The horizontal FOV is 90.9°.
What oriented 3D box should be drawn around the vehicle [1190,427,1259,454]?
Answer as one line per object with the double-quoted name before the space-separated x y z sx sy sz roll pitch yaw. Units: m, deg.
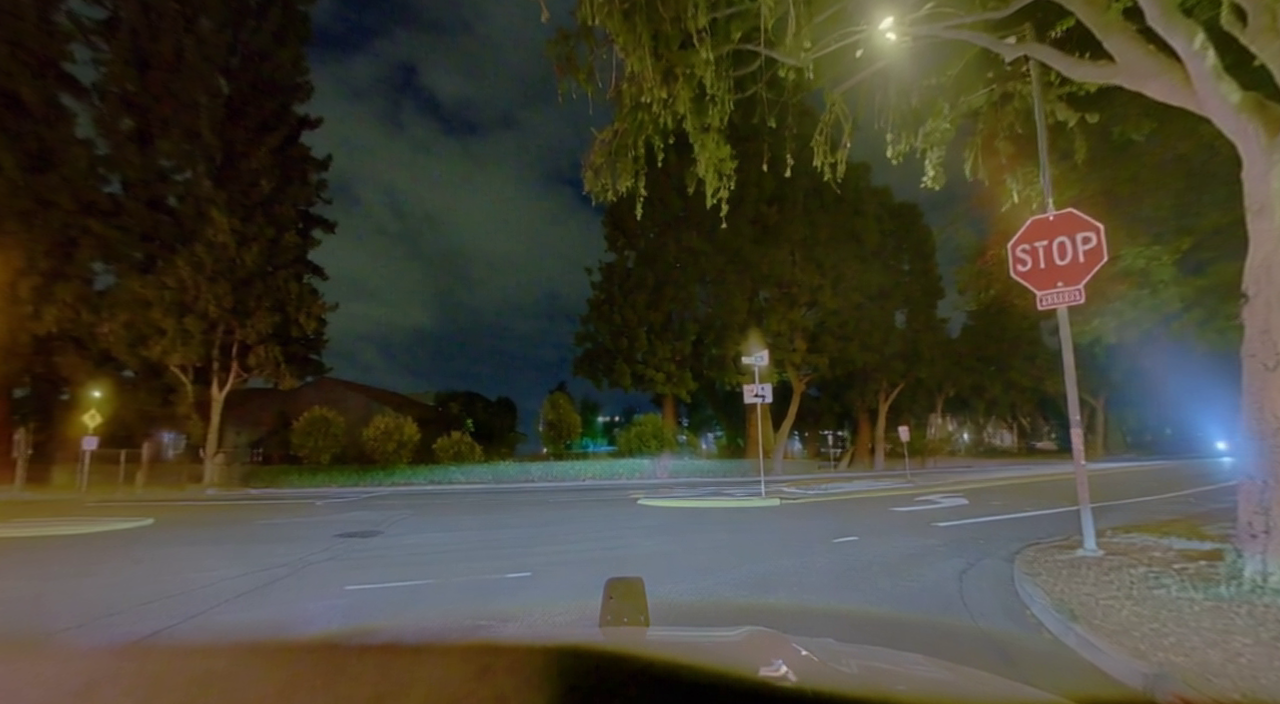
"vehicle" 34.714 5.280 37.387 4.473 1.474 2.108 7 -11 -37
